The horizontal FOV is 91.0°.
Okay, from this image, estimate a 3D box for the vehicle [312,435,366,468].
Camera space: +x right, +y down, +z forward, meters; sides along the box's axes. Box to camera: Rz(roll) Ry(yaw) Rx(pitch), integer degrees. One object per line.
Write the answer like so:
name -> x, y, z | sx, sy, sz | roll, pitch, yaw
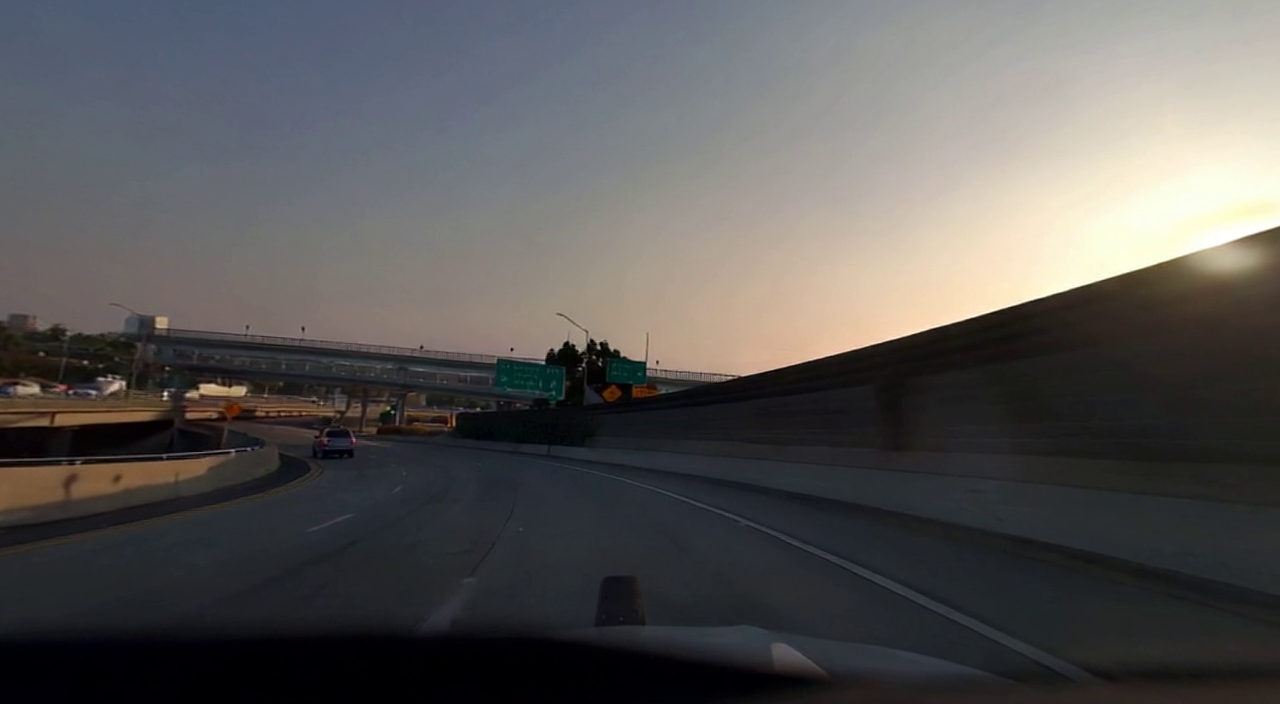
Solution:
vehicle -> -15.602, 5.139, 32.522 | 2.234, 1.588, 4.484 | 5, -10, -27
